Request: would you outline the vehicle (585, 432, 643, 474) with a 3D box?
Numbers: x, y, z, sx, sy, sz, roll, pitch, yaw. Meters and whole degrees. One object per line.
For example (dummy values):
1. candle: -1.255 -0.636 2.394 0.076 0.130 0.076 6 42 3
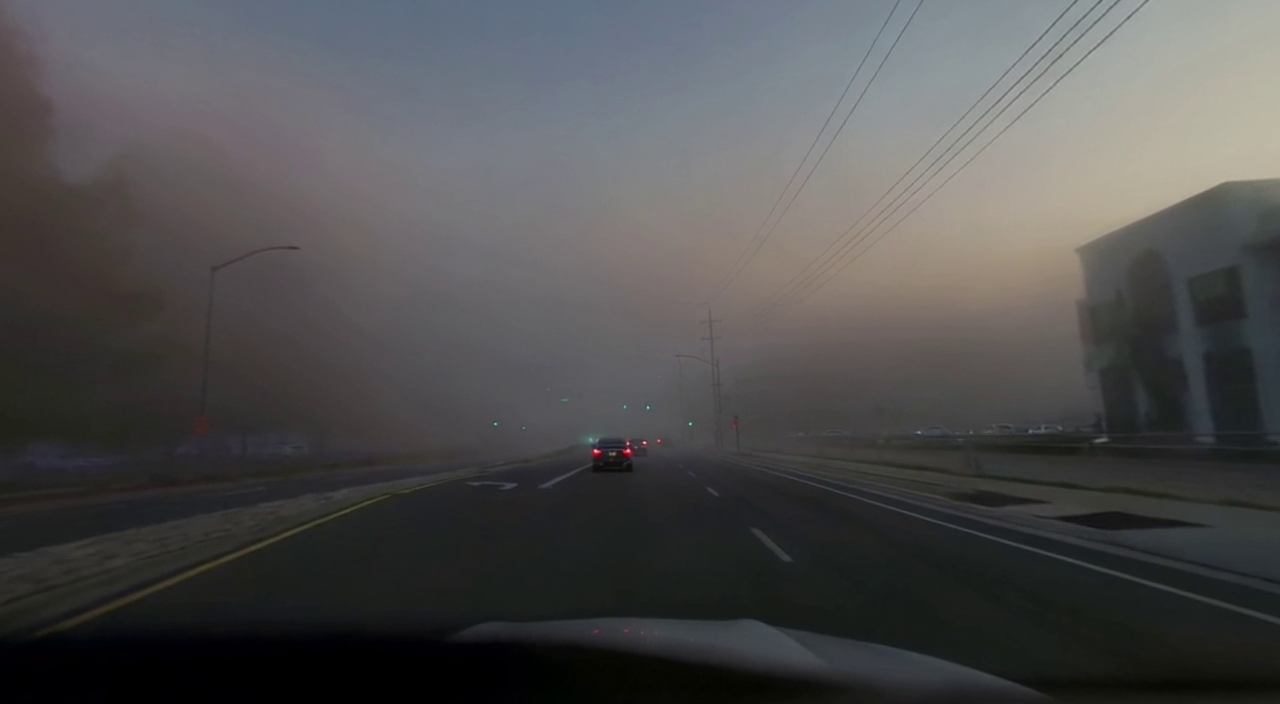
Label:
1. vehicle: -0.943 3.863 24.420 2.075 1.470 3.962 0 -8 0
